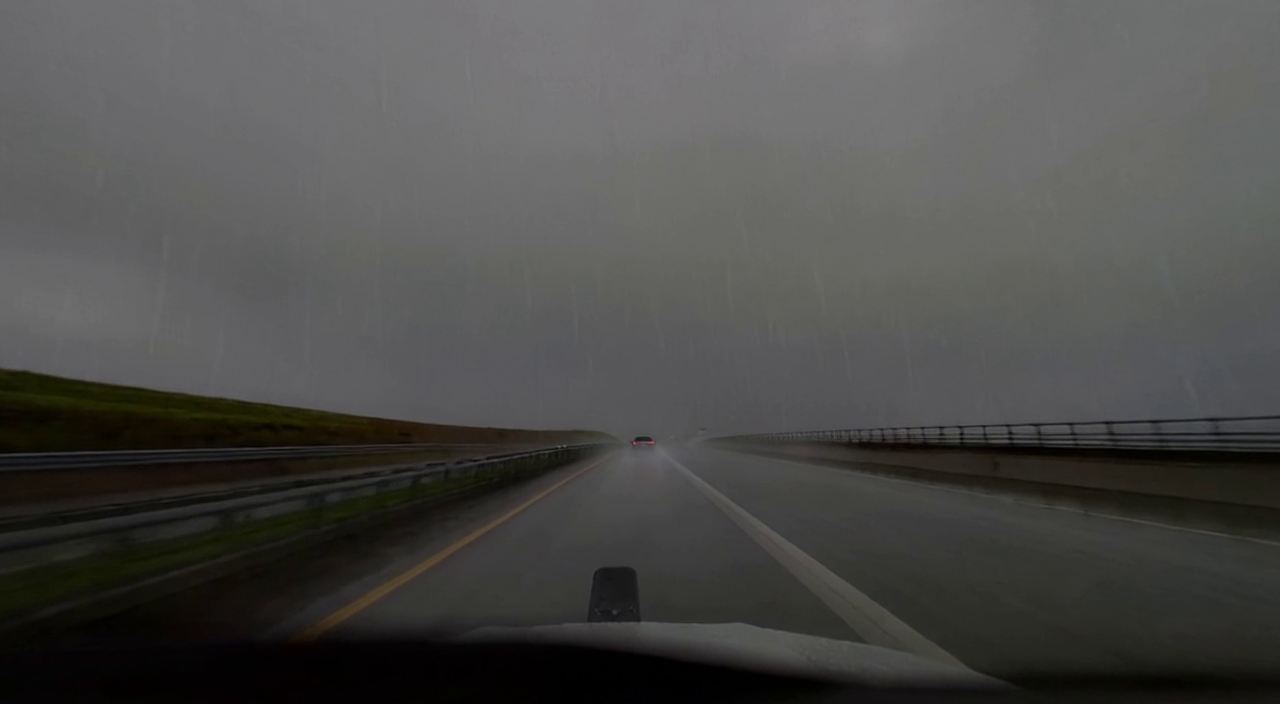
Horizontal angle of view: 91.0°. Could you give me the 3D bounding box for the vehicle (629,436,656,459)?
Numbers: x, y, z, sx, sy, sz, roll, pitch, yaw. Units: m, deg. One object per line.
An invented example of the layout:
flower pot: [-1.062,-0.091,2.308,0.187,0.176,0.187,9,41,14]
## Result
vehicle: [0.187,7.464,49.465,2.059,1.696,4.165,0,-8,0]
